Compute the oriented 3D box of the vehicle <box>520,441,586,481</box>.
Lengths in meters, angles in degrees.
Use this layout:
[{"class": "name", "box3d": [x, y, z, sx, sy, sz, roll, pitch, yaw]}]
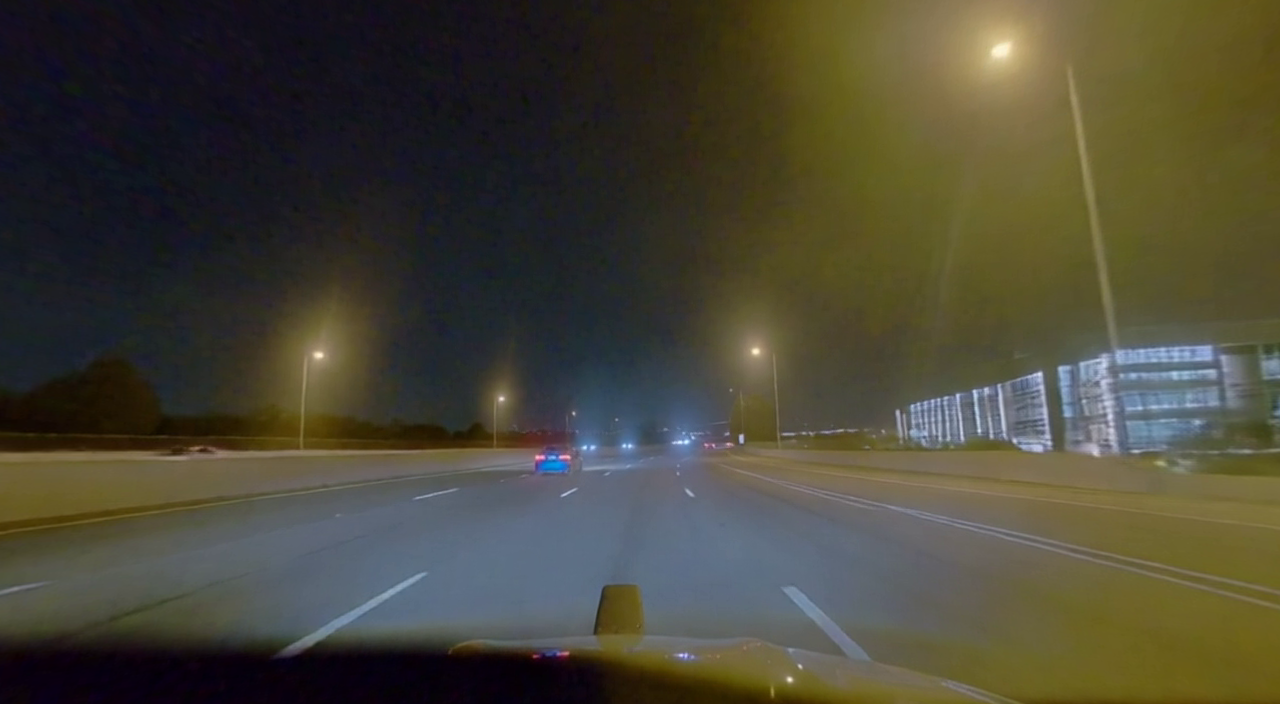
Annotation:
[{"class": "vehicle", "box3d": [-3.697, 4.739, 27.718, 2.087, 1.566, 4.756, -1, -9, 2]}]
